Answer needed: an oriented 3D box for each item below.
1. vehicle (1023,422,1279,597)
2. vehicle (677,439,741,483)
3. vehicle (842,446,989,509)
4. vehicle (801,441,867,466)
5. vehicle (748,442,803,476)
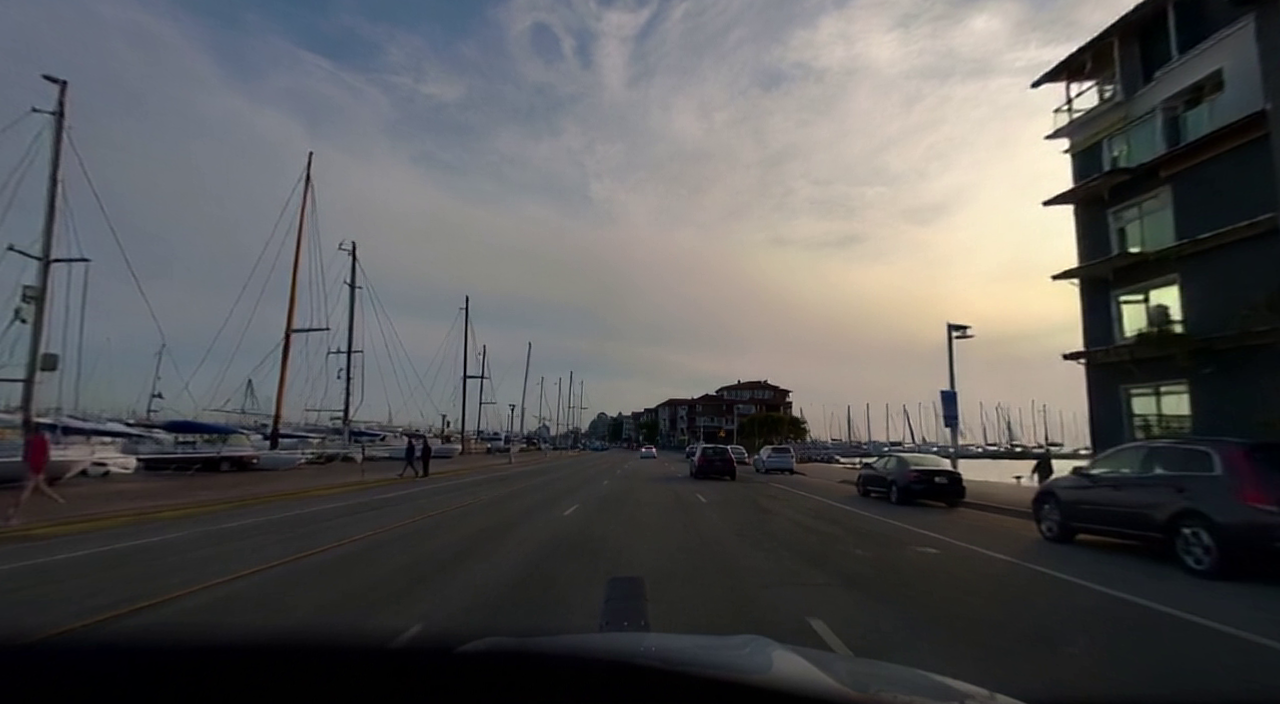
[{"bbox_3d":[7.370,1.861,8.239,1.901,1.726,4.517,-1,-9,1],"label":"vehicle"},{"bbox_3d":[2.713,4.405,25.787,2.047,1.640,4.051,0,-9,-1],"label":"vehicle"},{"bbox_3d":[7.502,3.432,17.739,2.112,1.514,4.371,0,-9,-1],"label":"vehicle"},{"bbox_3d":[14.845,7.762,48.413,4.406,1.783,2.020,2,-8,-4],"label":"vehicle"},{"bbox_3d":[7.501,5.946,35.394,2.029,1.750,4.825,0,-9,0],"label":"vehicle"}]
